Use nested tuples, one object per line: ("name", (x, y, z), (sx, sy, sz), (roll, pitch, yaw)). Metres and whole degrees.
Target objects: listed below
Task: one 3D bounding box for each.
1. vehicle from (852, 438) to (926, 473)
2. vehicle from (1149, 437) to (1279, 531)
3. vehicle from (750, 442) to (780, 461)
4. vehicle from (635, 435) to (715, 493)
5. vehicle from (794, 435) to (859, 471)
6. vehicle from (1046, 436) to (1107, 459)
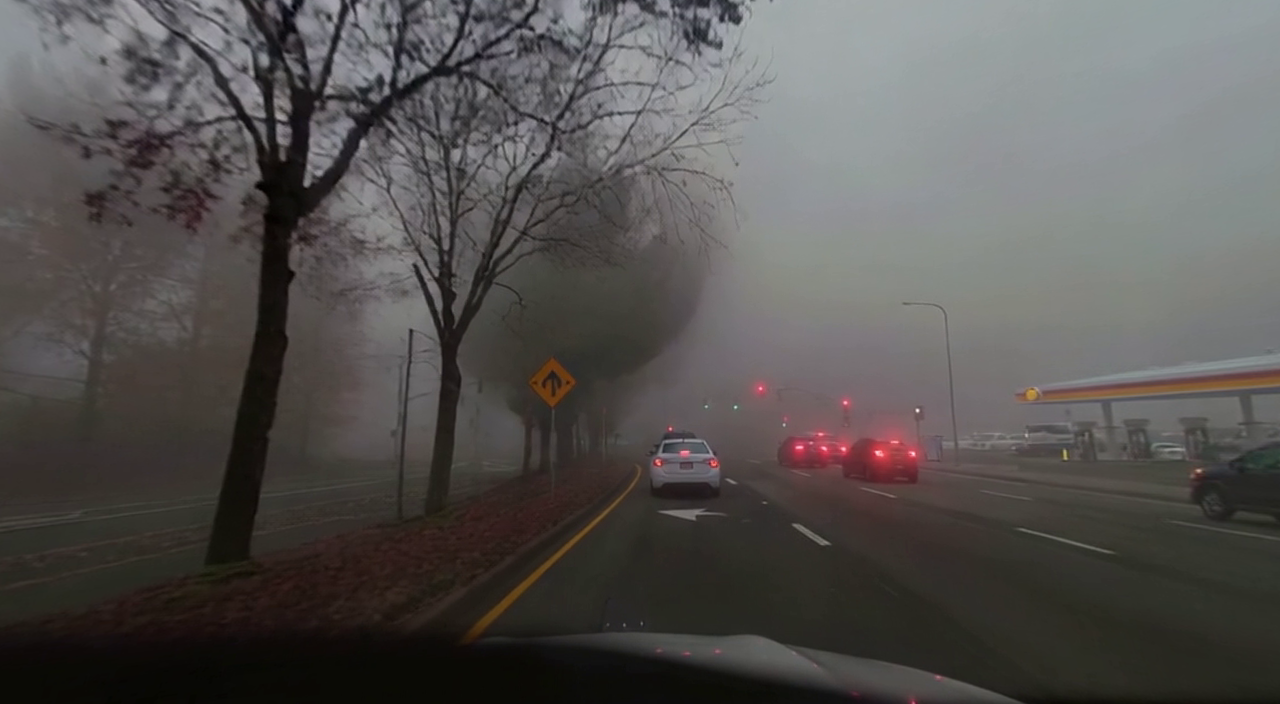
("vehicle", (12.142, 5.097, 31.109), (1.976, 1.584, 4.516), (0, -9, 3))
("vehicle", (11.051, 2.120, 10.225), (1.880, 1.472, 4.694), (-1, -9, 3))
("vehicle", (9.726, 7.758, 49.329), (1.716, 1.400, 3.921), (0, -9, 2))
("vehicle", (0.973, 3.189, 18.234), (2.032, 1.461, 4.173), (0, -9, 2))
("vehicle", (9.446, 5.170, 32.340), (1.991, 1.695, 4.357), (0, -9, 0))
("vehicle", (31.318, 6.890, 45.329), (1.914, 1.563, 3.672), (-1, -9, 5))
